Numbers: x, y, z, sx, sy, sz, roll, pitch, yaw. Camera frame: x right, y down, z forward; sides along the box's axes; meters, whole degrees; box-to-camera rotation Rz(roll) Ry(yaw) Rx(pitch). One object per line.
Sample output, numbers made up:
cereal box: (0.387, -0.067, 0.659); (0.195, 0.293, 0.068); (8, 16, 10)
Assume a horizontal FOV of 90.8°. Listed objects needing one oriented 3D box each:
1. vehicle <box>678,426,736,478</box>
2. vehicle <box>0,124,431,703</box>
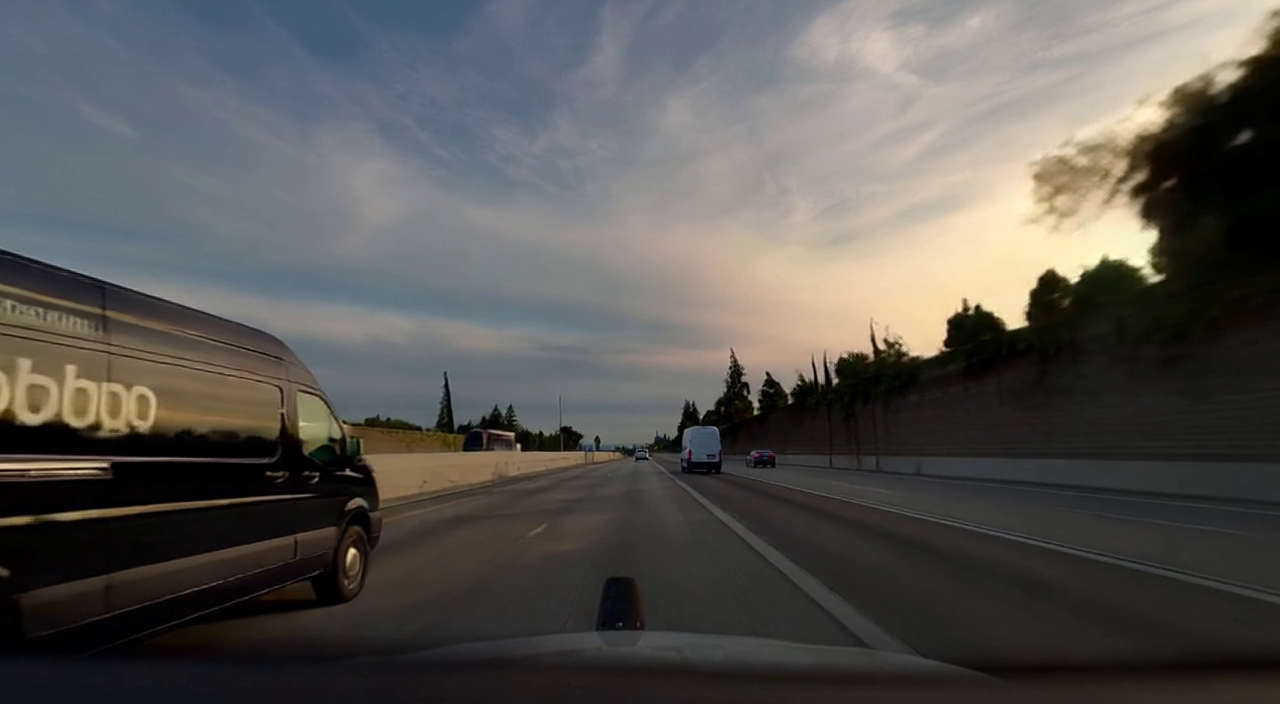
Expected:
vehicle: (3.540, 5.471, 34.610); (2.373, 2.561, 5.922); (0, -9, -1)
vehicle: (-3.546, 0.663, 3.720); (2.409, 2.523, 6.275); (0, -9, 0)
